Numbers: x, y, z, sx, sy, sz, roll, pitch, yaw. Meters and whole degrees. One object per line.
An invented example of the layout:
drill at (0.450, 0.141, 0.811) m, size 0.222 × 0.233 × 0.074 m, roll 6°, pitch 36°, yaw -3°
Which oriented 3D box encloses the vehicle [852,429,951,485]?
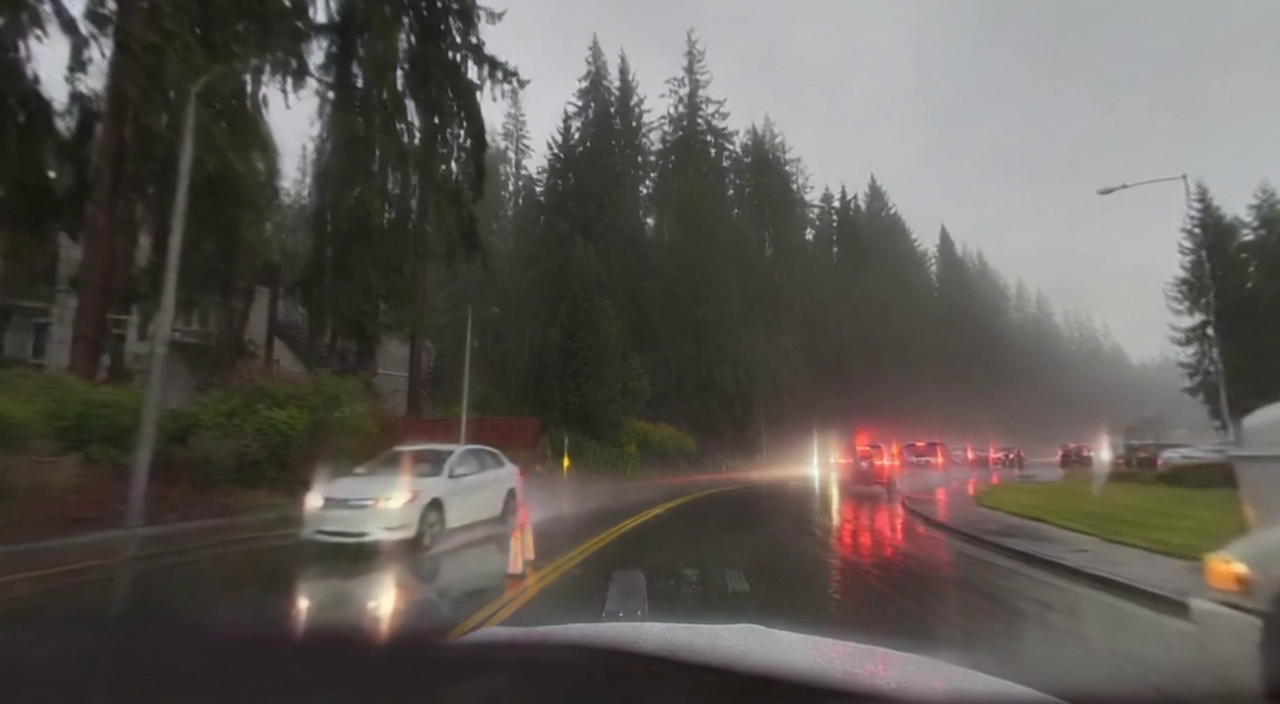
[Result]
vehicle at (13.826, 5.340, 33.081) m, size 3.098 × 2.601 × 6.758 m, roll -6°, pitch -9°, yaw 36°

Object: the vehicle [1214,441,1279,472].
vehicle at (31.028, 5.132, 30.966) m, size 1.703 × 1.454 × 4.378 m, roll 1°, pitch -9°, yaw 1°

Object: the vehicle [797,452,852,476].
vehicle at (12.203, 7.305, 41.557) m, size 1.933 × 1.428 × 4.449 m, roll -6°, pitch -10°, yaw 37°

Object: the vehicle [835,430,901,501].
vehicle at (7.906, 3.879, 21.928) m, size 1.913 × 2.241 × 3.024 m, roll -3°, pitch -9°, yaw 20°

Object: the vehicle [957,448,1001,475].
vehicle at (23.906, 7.683, 44.495) m, size 2.030 × 1.774 × 3.884 m, roll -6°, pitch -11°, yaw 36°

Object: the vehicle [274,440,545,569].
vehicle at (-3.154, 2.163, 9.775) m, size 1.945 × 1.494 × 4.201 m, roll -1°, pitch -9°, yaw 12°
